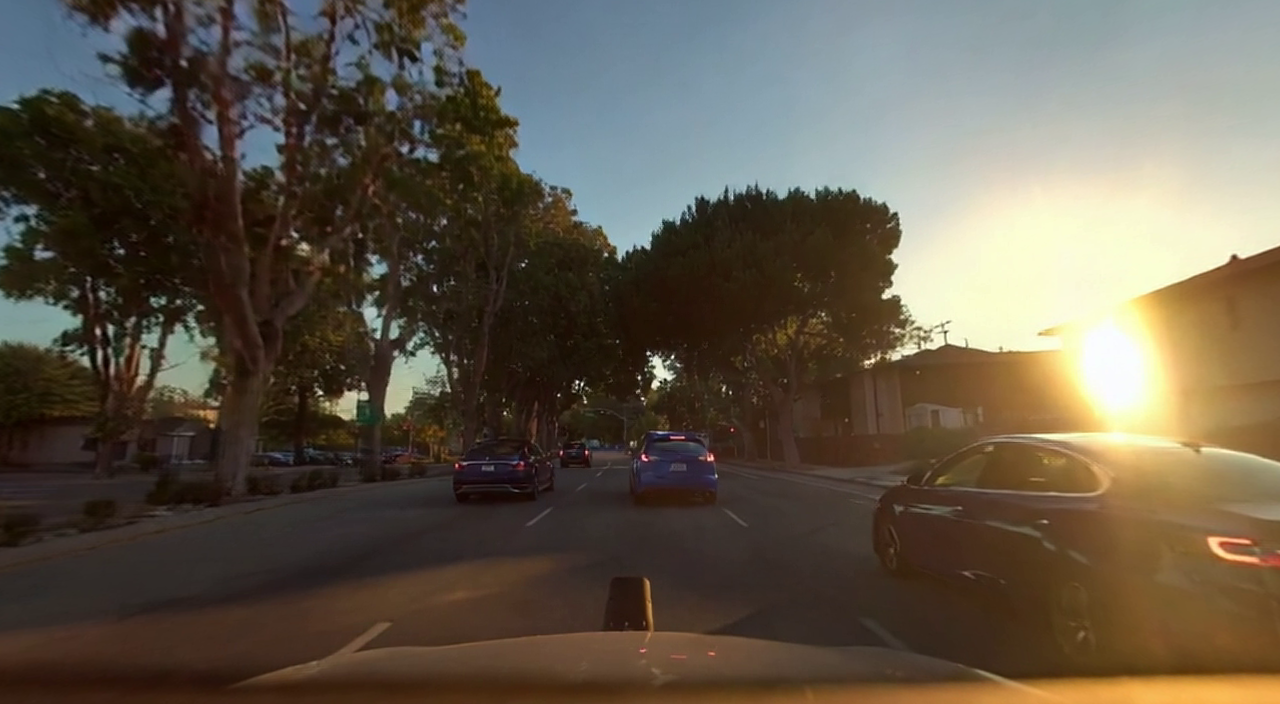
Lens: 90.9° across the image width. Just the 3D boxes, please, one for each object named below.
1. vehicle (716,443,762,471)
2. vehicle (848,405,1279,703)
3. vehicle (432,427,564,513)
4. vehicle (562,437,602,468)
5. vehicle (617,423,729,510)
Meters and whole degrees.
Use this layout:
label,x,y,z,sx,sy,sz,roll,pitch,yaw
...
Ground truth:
label,x,y,z,sx,sy,sz,roll,pitch,yaw
vehicle,5.668,6.062,36.607,2.010,1.486,4.498,0,-8,1
vehicle,3.450,1.307,4.881,2.017,1.491,4.611,0,-8,-1
vehicle,-3.103,2.689,14.885,2.043,1.687,4.676,0,-8,0
vehicle,-3.411,6.070,38.071,2.014,1.755,4.360,0,-8,0
vehicle,0.620,2.653,15.024,2.280,1.747,4.361,0,-8,-1
